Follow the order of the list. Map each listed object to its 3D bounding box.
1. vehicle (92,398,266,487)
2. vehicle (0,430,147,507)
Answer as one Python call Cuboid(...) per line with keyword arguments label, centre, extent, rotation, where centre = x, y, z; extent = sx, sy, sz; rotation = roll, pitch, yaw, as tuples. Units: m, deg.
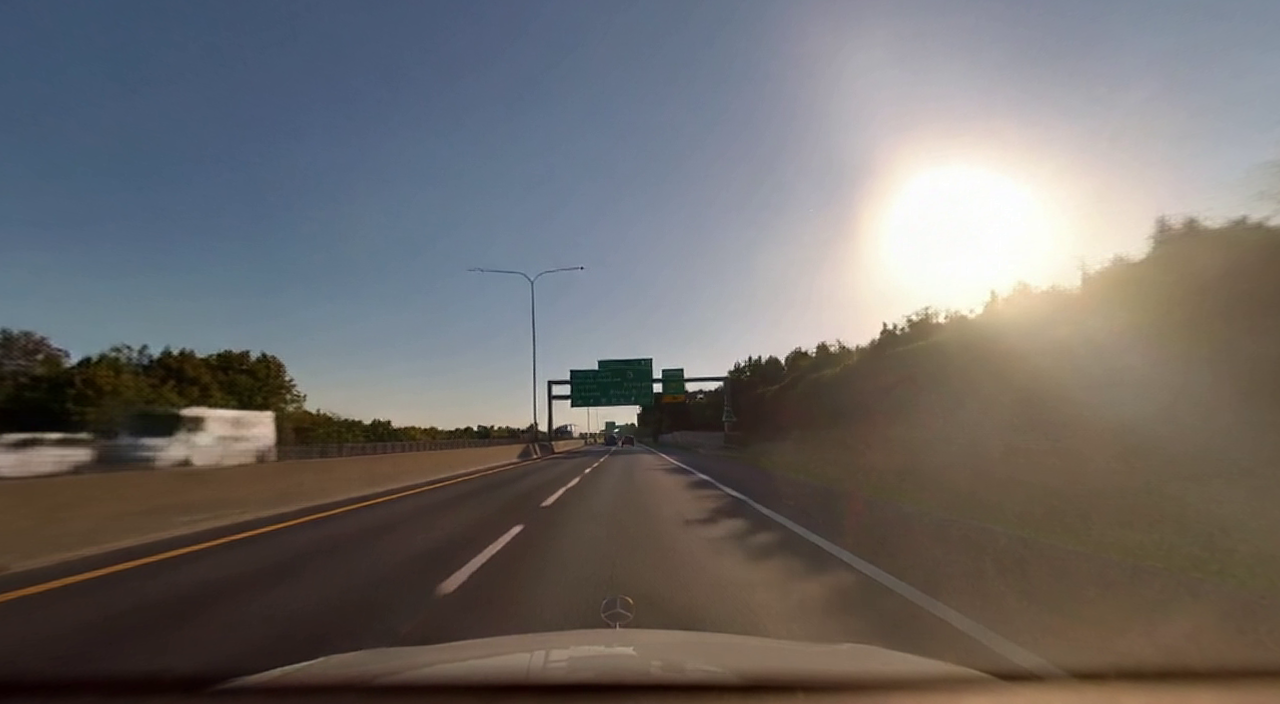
Cuboid(label="vehicle", centre=(-15.600, 3.097, 21.773), extent=(2.372, 2.705, 4.535), rotation=(-1, -8, 2))
Cuboid(label="vehicle", centre=(-15.619, 2.871, 15.895), extent=(2.053, 1.724, 5.287), rotation=(0, -8, 1))
